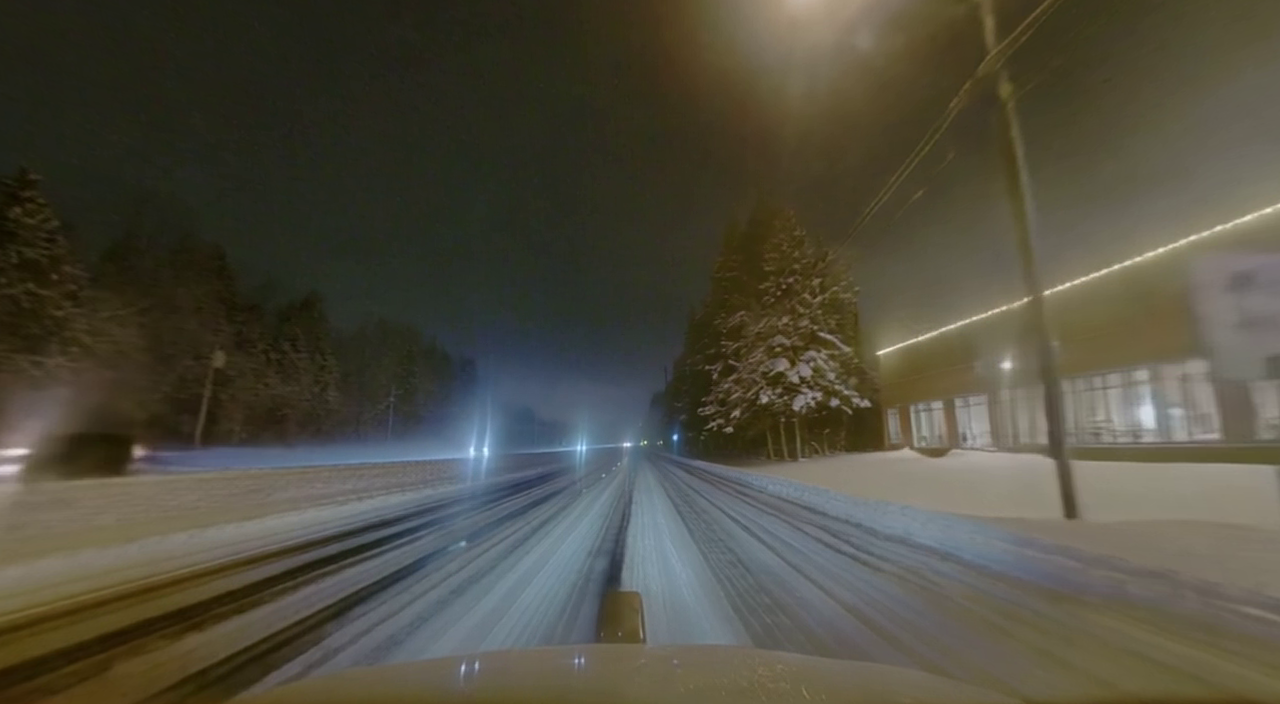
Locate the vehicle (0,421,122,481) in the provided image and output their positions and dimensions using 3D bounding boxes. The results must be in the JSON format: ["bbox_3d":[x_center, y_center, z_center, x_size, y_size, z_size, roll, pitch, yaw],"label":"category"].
[{"bbox_3d":[-20.860,3.289,21.089,2.185,1.827,5.622,1,-9,1],"label":"vehicle"}]
